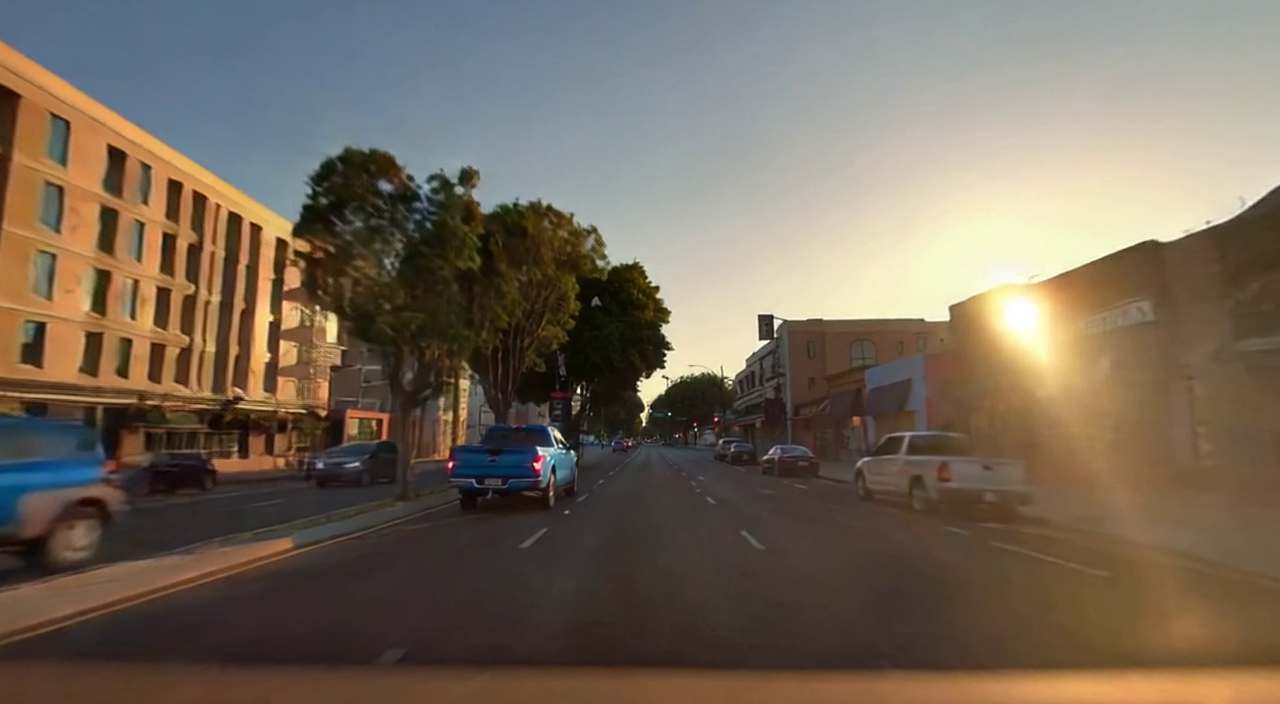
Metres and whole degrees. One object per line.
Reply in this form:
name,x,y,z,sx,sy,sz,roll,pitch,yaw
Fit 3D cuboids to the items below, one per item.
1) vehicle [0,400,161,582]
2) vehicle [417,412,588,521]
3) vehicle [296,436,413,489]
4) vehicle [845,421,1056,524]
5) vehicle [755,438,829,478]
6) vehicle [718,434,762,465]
vehicle,-7.359,1.335,5.965,2.087,1.779,4.456,0,-8,0
vehicle,-2.505,2.303,13.194,2.197,1.786,5.365,-1,-8,2
vehicle,-10.169,3.967,22.960,2.110,1.714,4.500,0,-8,0
vehicle,6.034,2.386,13.054,2.018,1.743,4.529,0,-8,0
vehicle,6.247,4.393,26.378,1.988,1.514,3.962,0,-8,-2
vehicle,6.241,6.147,39.822,2.043,1.841,4.842,0,-8,1
